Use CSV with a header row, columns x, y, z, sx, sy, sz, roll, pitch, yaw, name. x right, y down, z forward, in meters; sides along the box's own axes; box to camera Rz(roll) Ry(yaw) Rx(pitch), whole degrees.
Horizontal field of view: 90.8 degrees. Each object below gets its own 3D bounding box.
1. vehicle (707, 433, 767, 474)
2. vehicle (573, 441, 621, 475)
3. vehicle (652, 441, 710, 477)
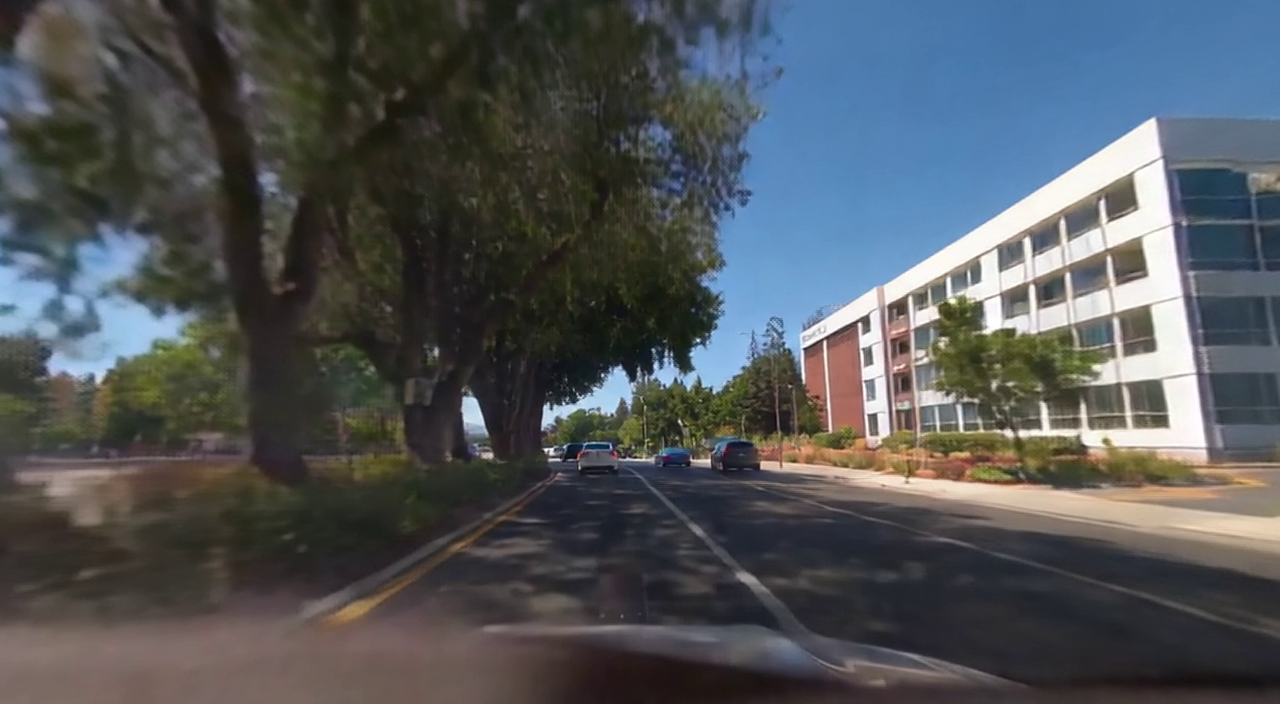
x,y,z,sx,sy,sz,roll,pitch,yaw,name
5.066,5.434,33.841,2.052,1.990,4.736,0,-9,-5,vehicle
-2.037,4.952,29.679,2.101,1.444,4.248,0,-9,-4,vehicle
1.759,4.836,28.728,1.993,1.477,4.240,0,-9,-5,vehicle
